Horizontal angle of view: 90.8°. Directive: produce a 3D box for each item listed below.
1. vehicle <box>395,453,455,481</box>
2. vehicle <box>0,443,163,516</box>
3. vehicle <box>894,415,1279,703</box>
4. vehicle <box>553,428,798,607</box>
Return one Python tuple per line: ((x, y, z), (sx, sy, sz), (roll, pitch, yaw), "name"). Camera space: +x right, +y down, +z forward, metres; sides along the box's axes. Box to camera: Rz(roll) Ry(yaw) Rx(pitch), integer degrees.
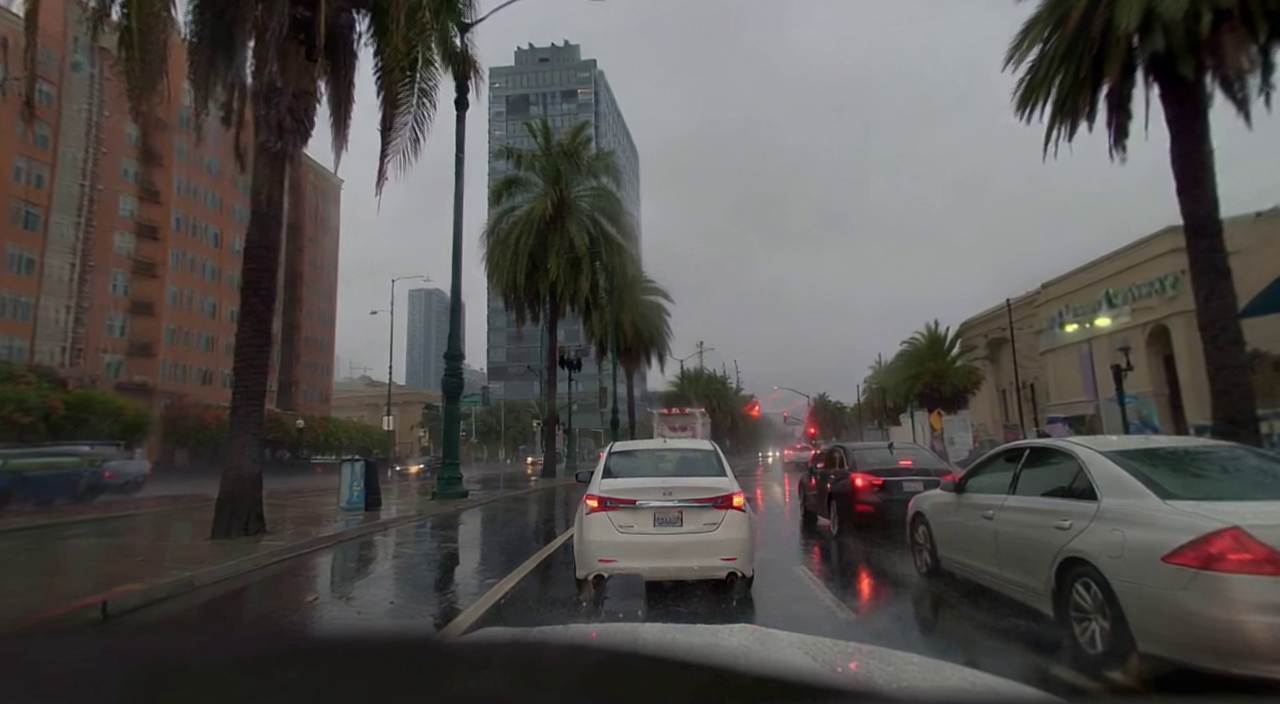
((-13.468, 7.195, 39.779), (1.801, 1.563, 4.015), (-2, -9, 9), "vehicle")
((-17.430, 3.642, 18.585), (2.247, 1.868, 5.132), (-2, -9, 9), "vehicle")
((3.640, 1.298, 4.578), (1.913, 1.469, 4.425), (-1, -9, 3), "vehicle")
((0.336, 1.697, 7.300), (2.078, 1.503, 3.681), (0, -9, 1), "vehicle")
